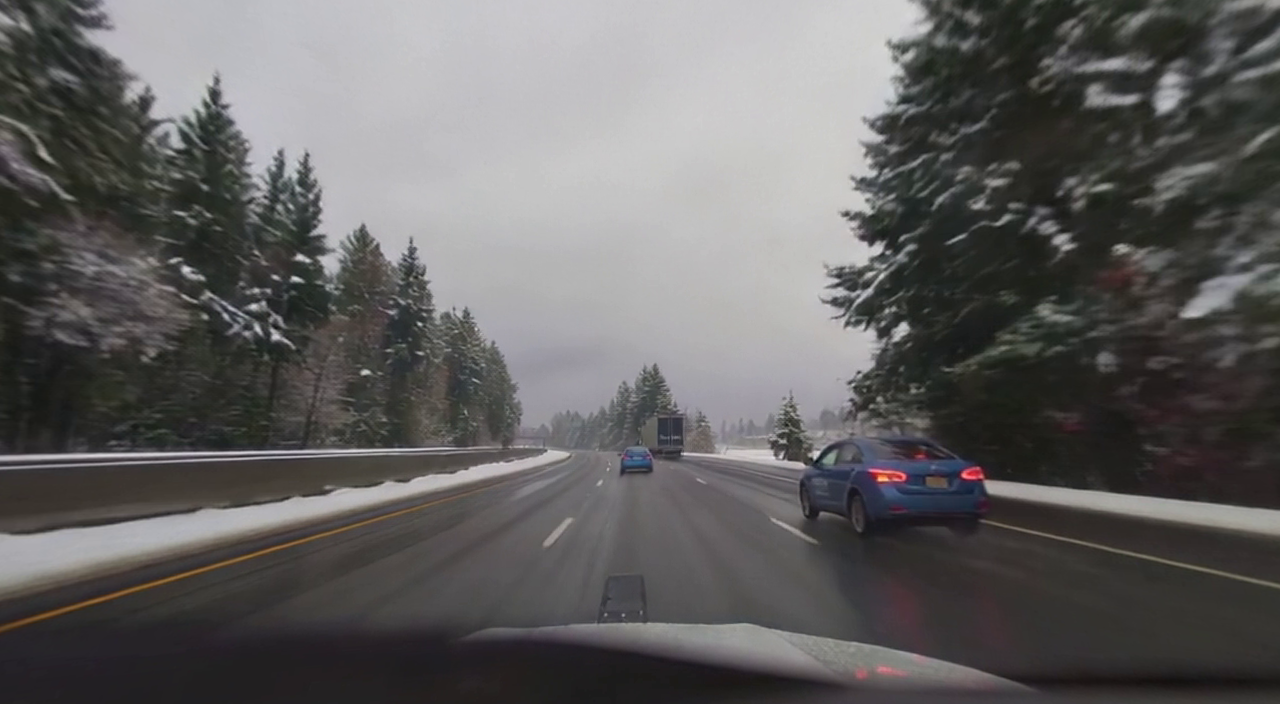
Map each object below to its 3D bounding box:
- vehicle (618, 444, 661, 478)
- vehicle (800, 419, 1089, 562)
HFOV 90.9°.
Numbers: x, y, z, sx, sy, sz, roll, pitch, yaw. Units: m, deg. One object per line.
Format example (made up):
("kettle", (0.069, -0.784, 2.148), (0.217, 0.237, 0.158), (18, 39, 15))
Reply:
("vehicle", (-0.090, 5.061, 29.487), (1.913, 1.460, 3.610), (0, -9, -2))
("vehicle", (4.026, 1.916, 9.461), (1.977, 1.599, 4.605), (0, -9, -1))
